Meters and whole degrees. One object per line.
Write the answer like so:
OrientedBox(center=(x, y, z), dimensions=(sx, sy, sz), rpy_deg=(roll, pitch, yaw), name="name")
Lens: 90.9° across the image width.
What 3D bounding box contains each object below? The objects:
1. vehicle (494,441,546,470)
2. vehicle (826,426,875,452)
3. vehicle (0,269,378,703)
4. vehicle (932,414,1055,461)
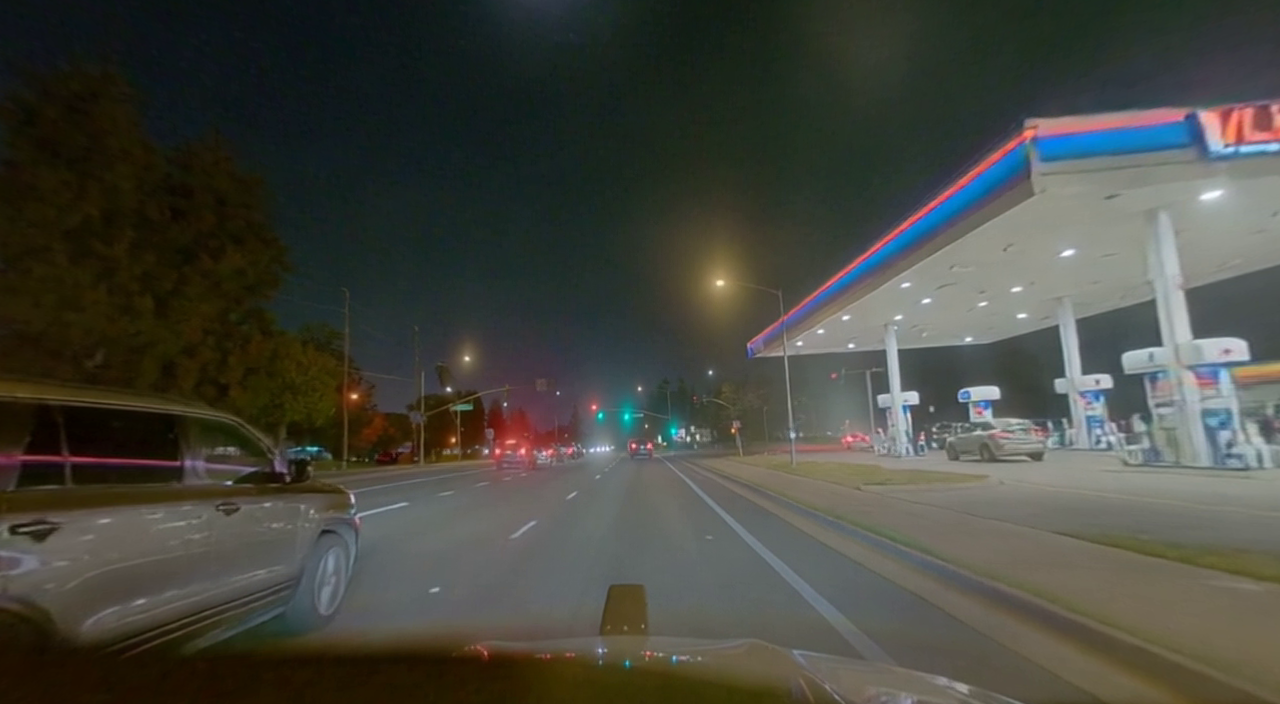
OrientedBox(center=(-6.498, 5.637, 34.554), dimensions=(1.960, 1.468, 4.345), rpy_deg=(0, -8, 1), name="vehicle")
OrientedBox(center=(16.186, 6.738, 48.650), dimensions=(2.116, 1.849, 4.806), rpy_deg=(0, -8, 0), name="vehicle")
OrientedBox(center=(-3.190, 0.751, 2.648), dimensions=(2.190, 1.844, 4.751), rpy_deg=(0, -8, -1), name="vehicle")
OrientedBox(center=(16.125, 3.986, 29.264), dimensions=(2.178, 1.911, 5.852), rpy_deg=(-1, -8, -2), name="vehicle")
